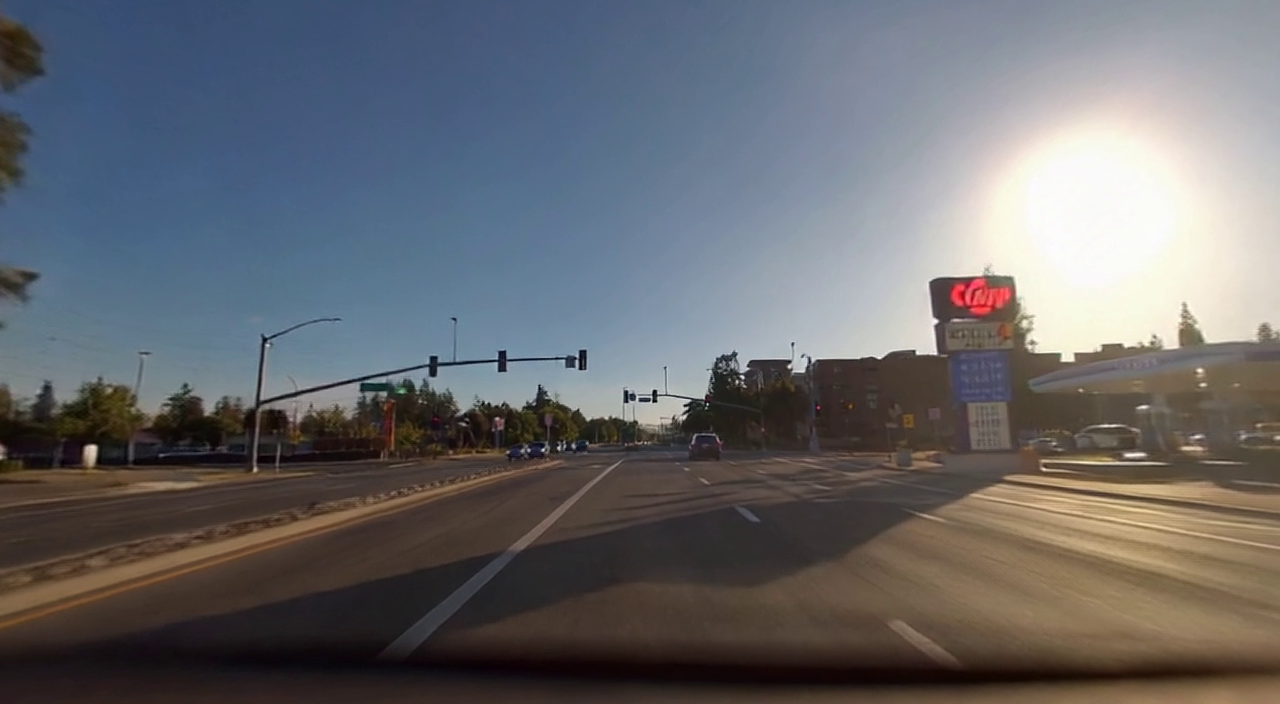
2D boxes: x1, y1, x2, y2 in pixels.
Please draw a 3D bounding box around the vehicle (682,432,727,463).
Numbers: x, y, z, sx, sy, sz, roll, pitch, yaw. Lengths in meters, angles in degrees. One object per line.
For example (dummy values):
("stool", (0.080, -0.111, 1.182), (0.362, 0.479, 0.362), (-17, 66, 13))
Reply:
("vehicle", (3.734, 5.598, 36.906), (2.090, 1.717, 4.063), (0, -8, -1))
